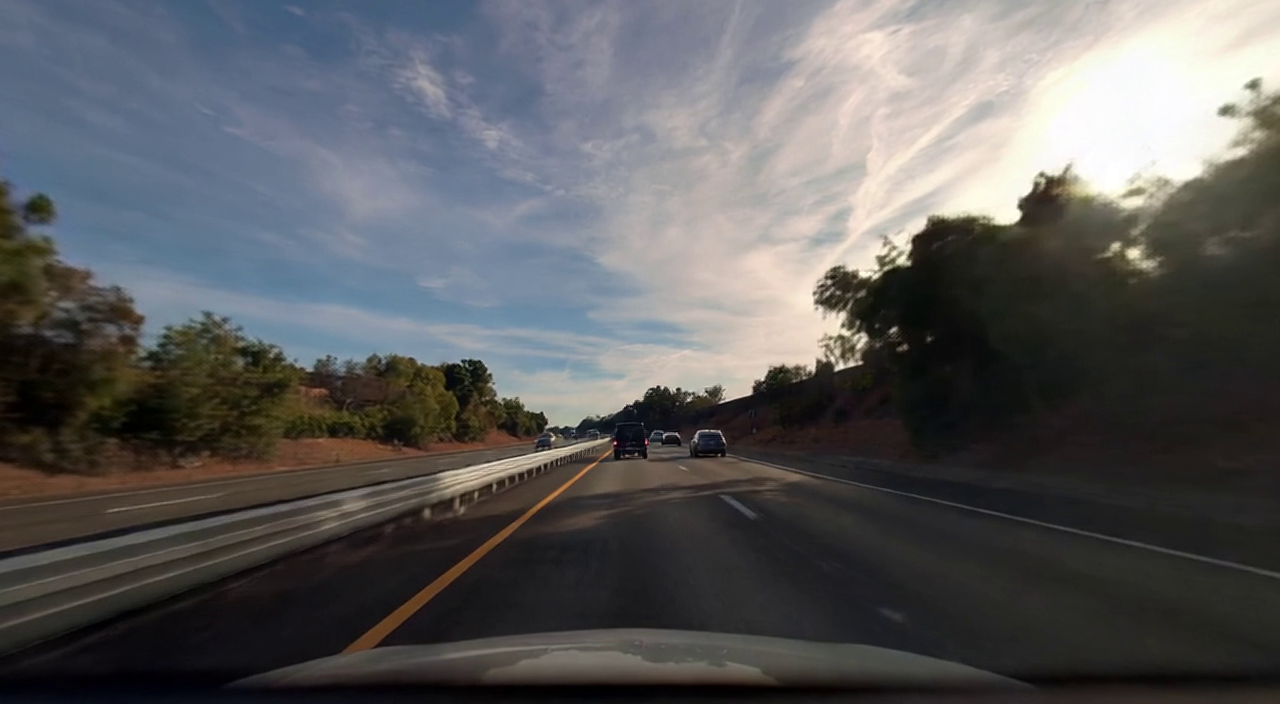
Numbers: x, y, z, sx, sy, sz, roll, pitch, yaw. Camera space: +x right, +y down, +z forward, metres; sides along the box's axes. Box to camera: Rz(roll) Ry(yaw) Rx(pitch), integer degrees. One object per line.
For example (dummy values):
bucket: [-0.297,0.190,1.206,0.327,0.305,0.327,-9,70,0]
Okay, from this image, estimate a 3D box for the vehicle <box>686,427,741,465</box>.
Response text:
vehicle: [3.338,4.348,29.311,1.981,1.606,3.956,0,-8,-2]

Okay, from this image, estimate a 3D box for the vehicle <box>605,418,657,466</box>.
vehicle: [-0.457,4.210,29.596,2.270,2.044,4.633,0,-8,-2]
